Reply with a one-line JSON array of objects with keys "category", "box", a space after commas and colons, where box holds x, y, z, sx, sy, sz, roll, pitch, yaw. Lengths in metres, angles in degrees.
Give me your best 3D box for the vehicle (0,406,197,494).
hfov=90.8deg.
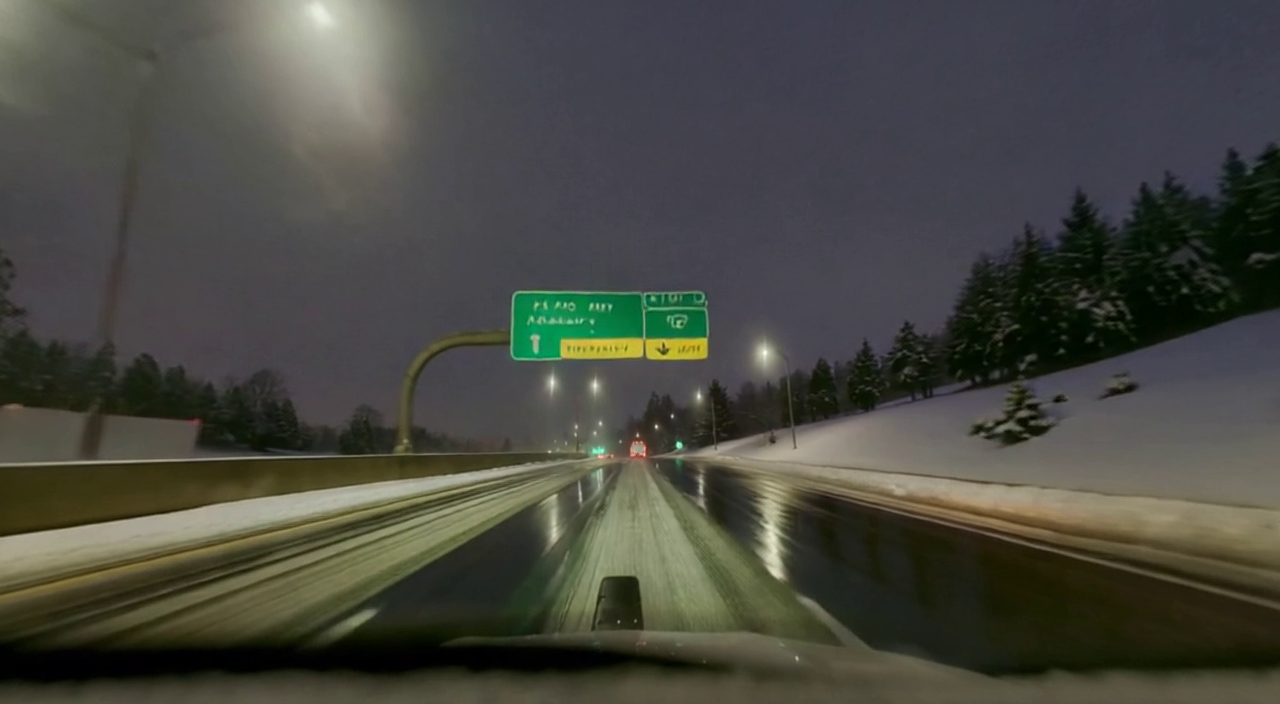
[{"category": "vehicle", "box": [-30.644, 5.409, 35.018, 2.821, 3.960, 12.894, 0, -9, 0]}]
